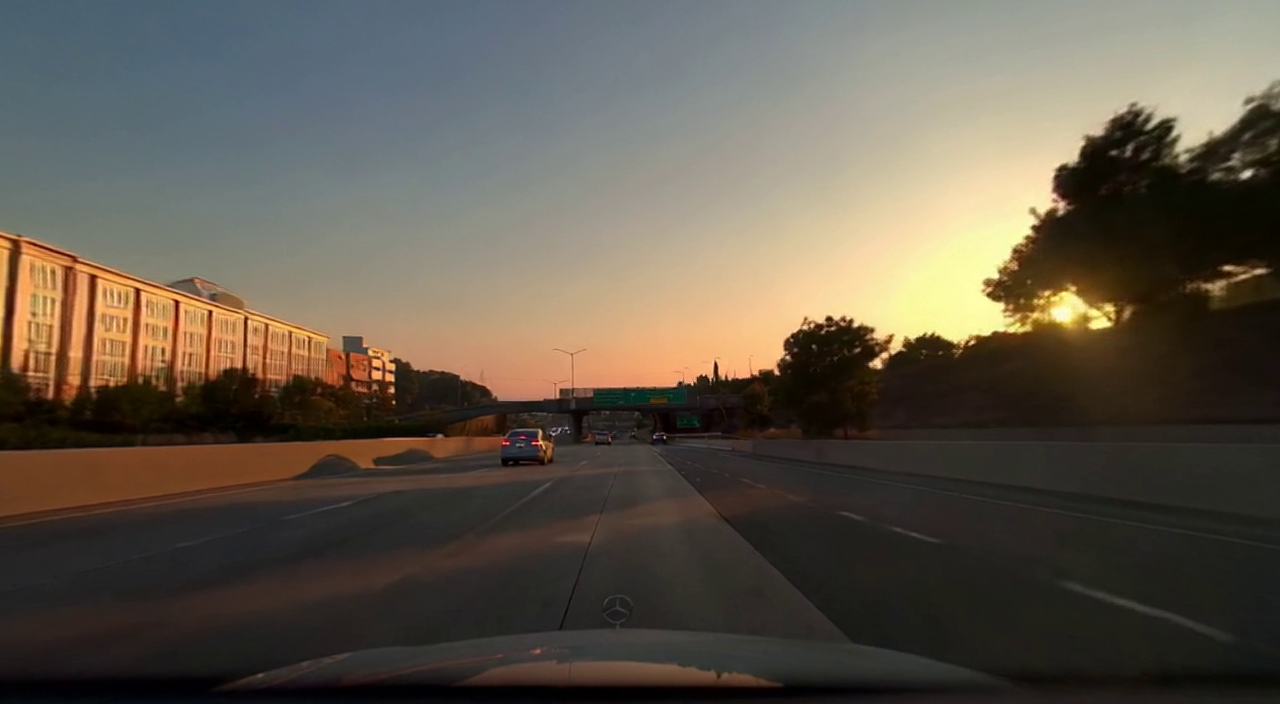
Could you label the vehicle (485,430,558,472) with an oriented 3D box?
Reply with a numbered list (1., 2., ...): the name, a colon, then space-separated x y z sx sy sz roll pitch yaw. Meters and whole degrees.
1. vehicle: -4.516 3.841 24.674 1.996 1.490 4.571 0 -8 0
